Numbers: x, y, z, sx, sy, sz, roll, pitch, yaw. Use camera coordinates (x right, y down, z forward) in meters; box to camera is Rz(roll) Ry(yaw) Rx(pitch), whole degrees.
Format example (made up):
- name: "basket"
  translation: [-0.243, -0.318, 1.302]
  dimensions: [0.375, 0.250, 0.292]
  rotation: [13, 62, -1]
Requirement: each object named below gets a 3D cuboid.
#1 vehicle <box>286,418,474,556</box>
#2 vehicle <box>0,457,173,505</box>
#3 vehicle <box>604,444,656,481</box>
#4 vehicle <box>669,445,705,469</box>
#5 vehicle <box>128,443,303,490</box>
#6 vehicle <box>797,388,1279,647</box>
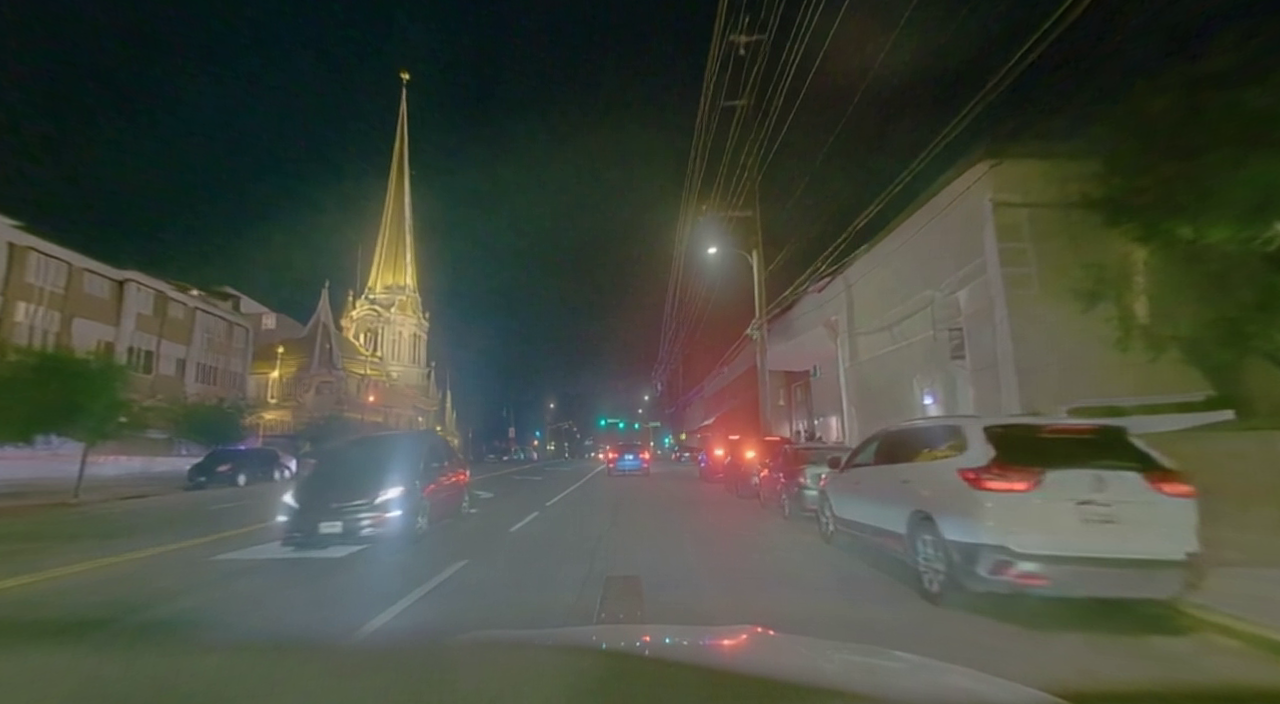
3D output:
- name: "vehicle"
  translation: [-4.149, 2.059, 10.499]
  dimensions: [2.240, 1.731, 4.470]
  rotation: [3, -9, -20]
- name: "vehicle"
  translation: [-18.755, 4.319, 21.316]
  dimensions: [4.465, 1.496, 1.836]
  rotation: [0, -8, 0]
- name: "vehicle"
  translation: [-0.402, 4.678, 27.113]
  dimensions: [2.049, 1.453, 4.299]
  rotation: [0, -8, 0]
- name: "vehicle"
  translation: [3.271, 7.390, 44.750]
  dimensions: [1.944, 1.530, 4.539]
  rotation: [0, -8, -4]
- name: "vehicle"
  translation: [-18.304, 4.946, 27.462]
  dimensions: [5.873, 1.917, 2.472]
  rotation: [-1, -8, 3]
- name: "vehicle"
  translation: [3.557, 1.575, 7.178]
  dimensions: [2.106, 1.750, 5.328]
  rotation: [2, -9, -1]
